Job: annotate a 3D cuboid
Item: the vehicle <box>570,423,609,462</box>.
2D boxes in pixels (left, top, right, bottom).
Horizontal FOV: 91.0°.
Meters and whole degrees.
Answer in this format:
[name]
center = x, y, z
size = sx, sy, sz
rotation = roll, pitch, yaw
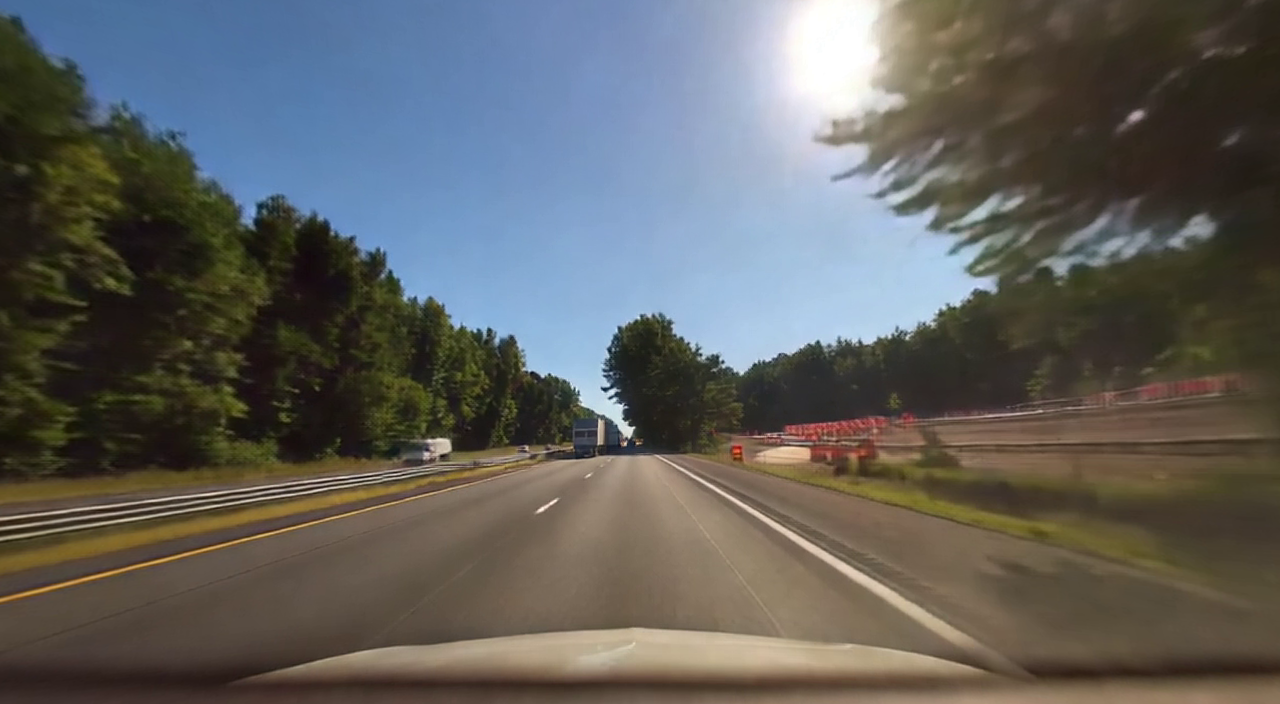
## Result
[vehicle]
center = -3.654, 6.654, 46.432
size = 2.484, 2.625, 5.907
rotation = 0, -8, -1
